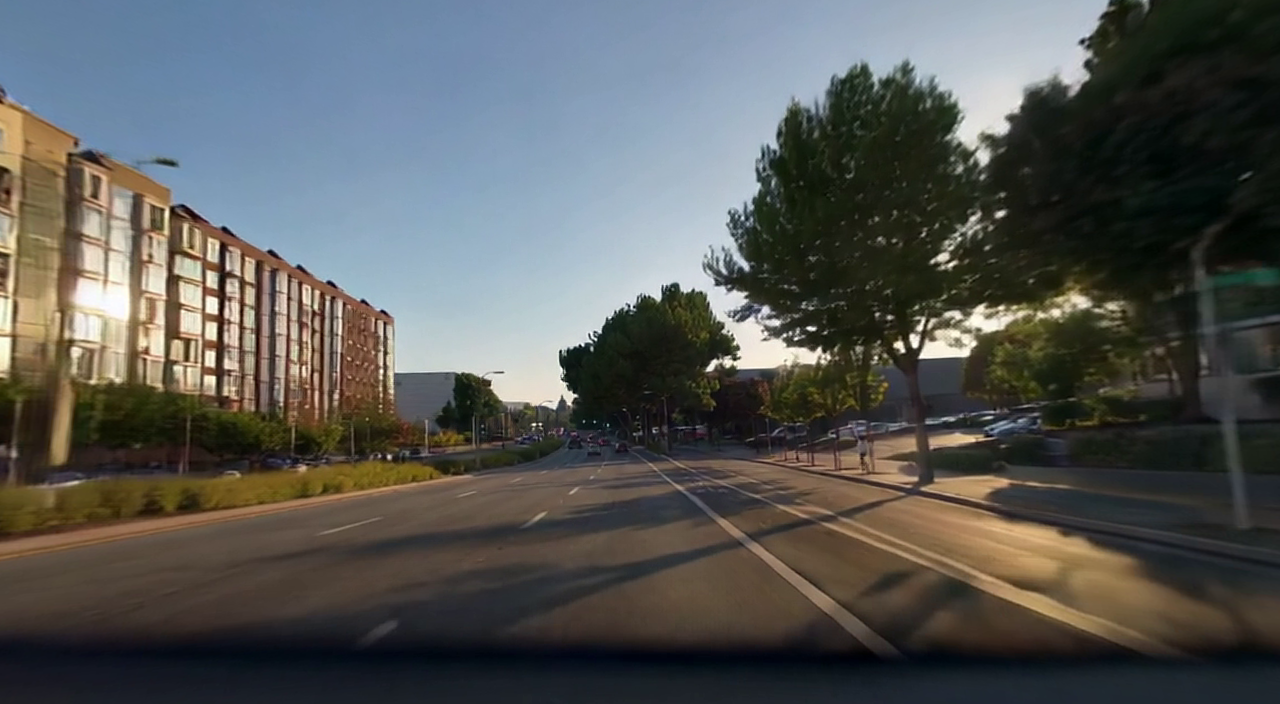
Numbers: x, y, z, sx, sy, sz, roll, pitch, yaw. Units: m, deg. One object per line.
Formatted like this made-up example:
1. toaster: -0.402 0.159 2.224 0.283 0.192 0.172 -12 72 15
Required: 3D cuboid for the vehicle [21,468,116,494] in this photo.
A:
1. vehicle: -40.435 9.122 44.798 4.561 1.664 2.146 0 -9 -2
